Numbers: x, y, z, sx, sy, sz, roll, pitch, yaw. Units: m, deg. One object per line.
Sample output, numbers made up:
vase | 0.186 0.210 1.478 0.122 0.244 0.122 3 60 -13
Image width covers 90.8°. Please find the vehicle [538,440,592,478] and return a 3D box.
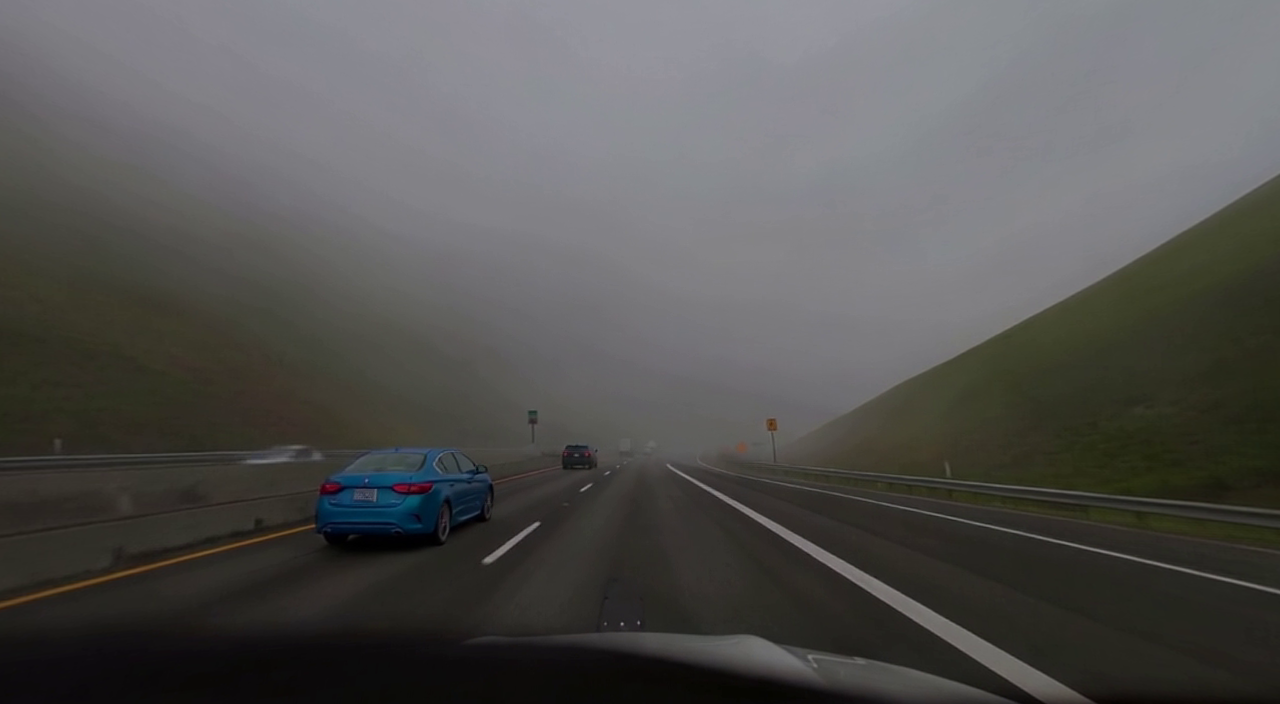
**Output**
vehicle | -3.607 5.243 31.118 2.073 1.694 4.162 -1 -9 1

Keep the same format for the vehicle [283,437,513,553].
vehicle | -3.542 2.174 10.335 1.988 1.440 4.504 0 -9 0

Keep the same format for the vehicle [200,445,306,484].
vehicle | -15.949 4.644 26.284 1.863 1.443 4.026 0 -9 0
